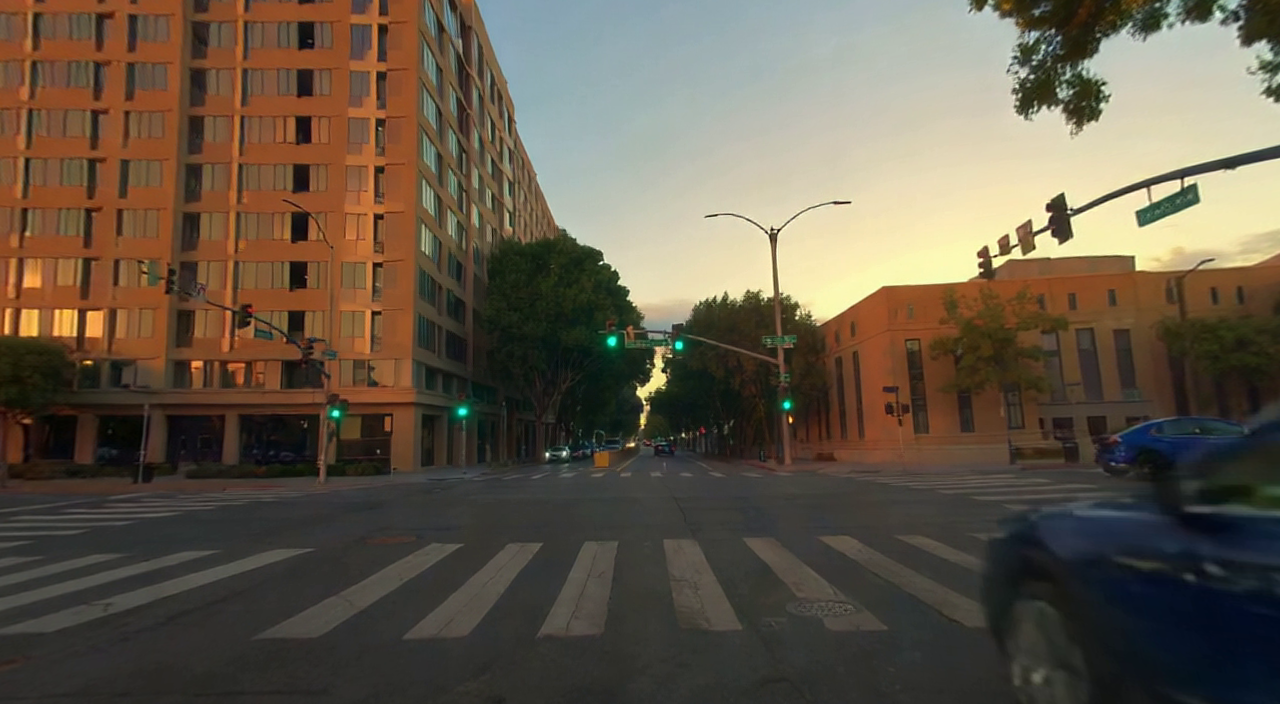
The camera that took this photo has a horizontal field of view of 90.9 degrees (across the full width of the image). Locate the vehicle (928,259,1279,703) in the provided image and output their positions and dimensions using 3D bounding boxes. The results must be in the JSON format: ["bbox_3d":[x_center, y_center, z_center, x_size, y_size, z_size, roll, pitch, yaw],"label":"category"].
[{"bbox_3d":[2.966,0.595,1.410,2.301,1.816,4.871,0,-8,0],"label":"vehicle"}]
